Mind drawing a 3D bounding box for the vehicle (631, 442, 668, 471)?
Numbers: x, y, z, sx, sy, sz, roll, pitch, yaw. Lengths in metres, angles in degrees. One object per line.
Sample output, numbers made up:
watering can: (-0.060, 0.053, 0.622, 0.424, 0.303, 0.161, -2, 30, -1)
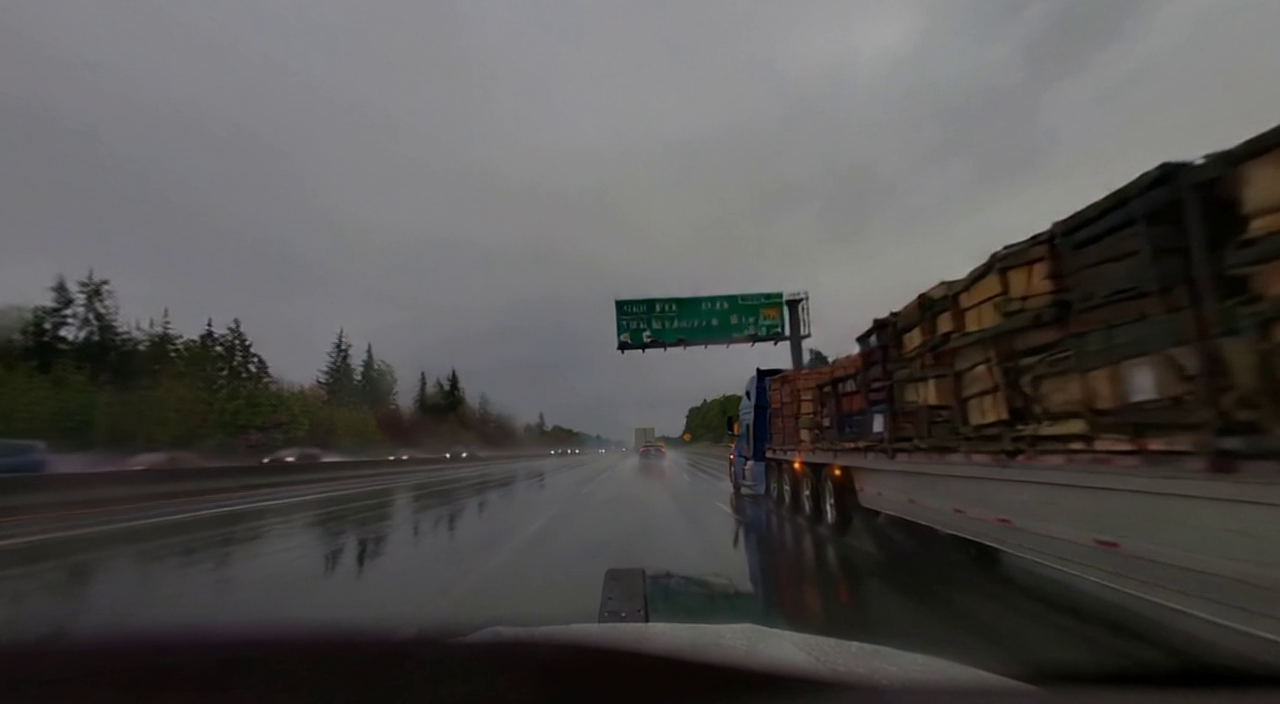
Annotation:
vehicle: (0.516, 5.994, 36.445, 2.042, 1.528, 4.300, 0, -8, 0)

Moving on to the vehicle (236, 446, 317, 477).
vehicle: (-21.590, 6.502, 37.727, 1.992, 1.665, 4.678, 0, -8, 1)

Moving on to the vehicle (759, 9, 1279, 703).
vehicle: (4.259, 0.590, 5.928, 2.917, 3.179, 18.723, 0, -8, 1)
